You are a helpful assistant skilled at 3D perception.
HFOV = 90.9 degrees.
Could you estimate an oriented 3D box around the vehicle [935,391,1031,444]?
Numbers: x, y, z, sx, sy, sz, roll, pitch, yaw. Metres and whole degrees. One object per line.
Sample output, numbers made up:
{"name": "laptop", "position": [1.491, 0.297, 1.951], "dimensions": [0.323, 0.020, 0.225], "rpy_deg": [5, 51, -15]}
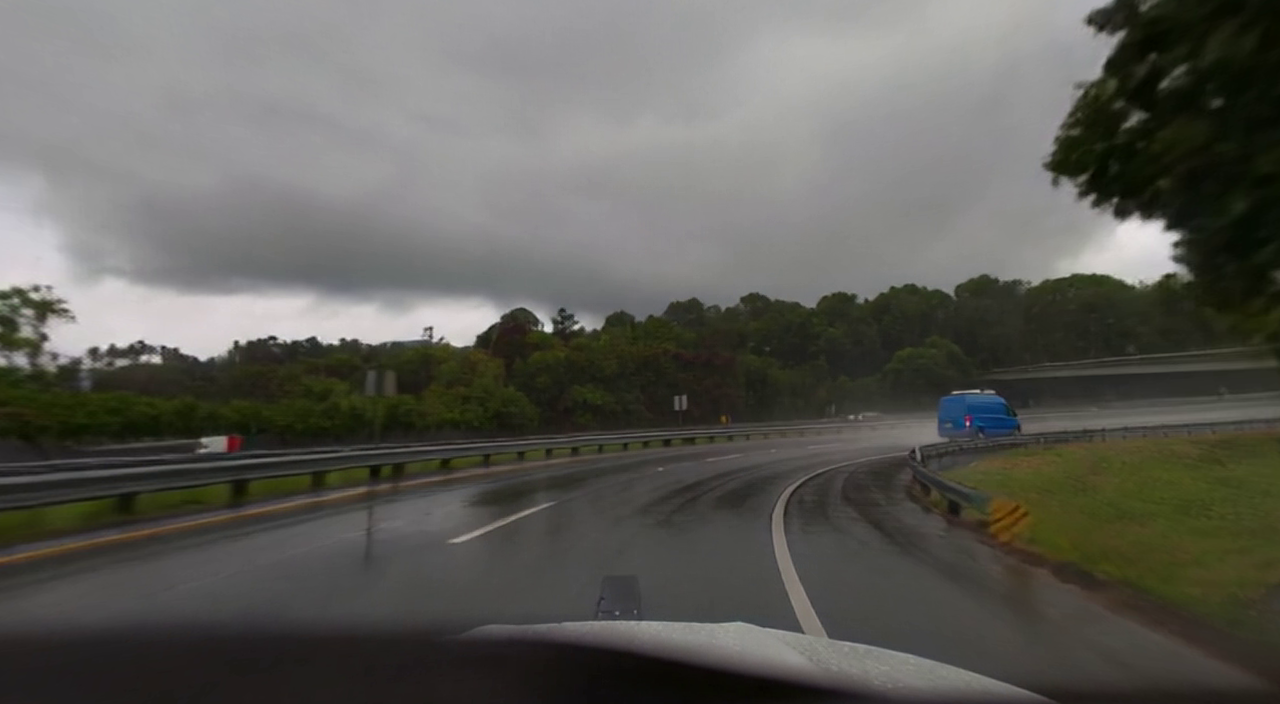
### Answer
{"name": "vehicle", "position": [18.078, 3.475, 33.117], "dimensions": [5.330, 2.577, 2.352], "rpy_deg": [5, -9, -37]}
